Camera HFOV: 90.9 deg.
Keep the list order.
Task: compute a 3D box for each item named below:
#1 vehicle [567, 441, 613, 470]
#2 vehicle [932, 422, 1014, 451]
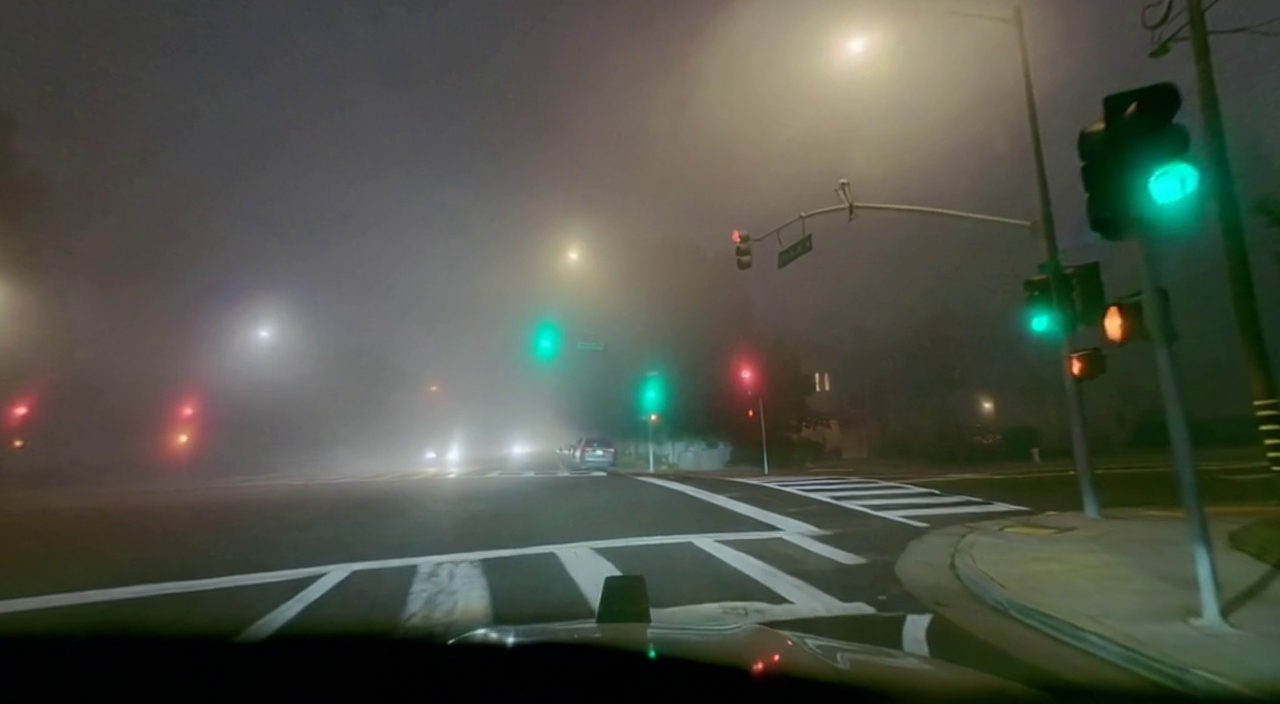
[{"bbox_3d":[-2.875,5.777,35.267,2.149,1.507,4.160,1,-9,-10],"label":"vehicle"},{"bbox_3d":[20.409,5.279,38.865,2.028,1.595,4.554,1,-10,-9],"label":"vehicle"}]
